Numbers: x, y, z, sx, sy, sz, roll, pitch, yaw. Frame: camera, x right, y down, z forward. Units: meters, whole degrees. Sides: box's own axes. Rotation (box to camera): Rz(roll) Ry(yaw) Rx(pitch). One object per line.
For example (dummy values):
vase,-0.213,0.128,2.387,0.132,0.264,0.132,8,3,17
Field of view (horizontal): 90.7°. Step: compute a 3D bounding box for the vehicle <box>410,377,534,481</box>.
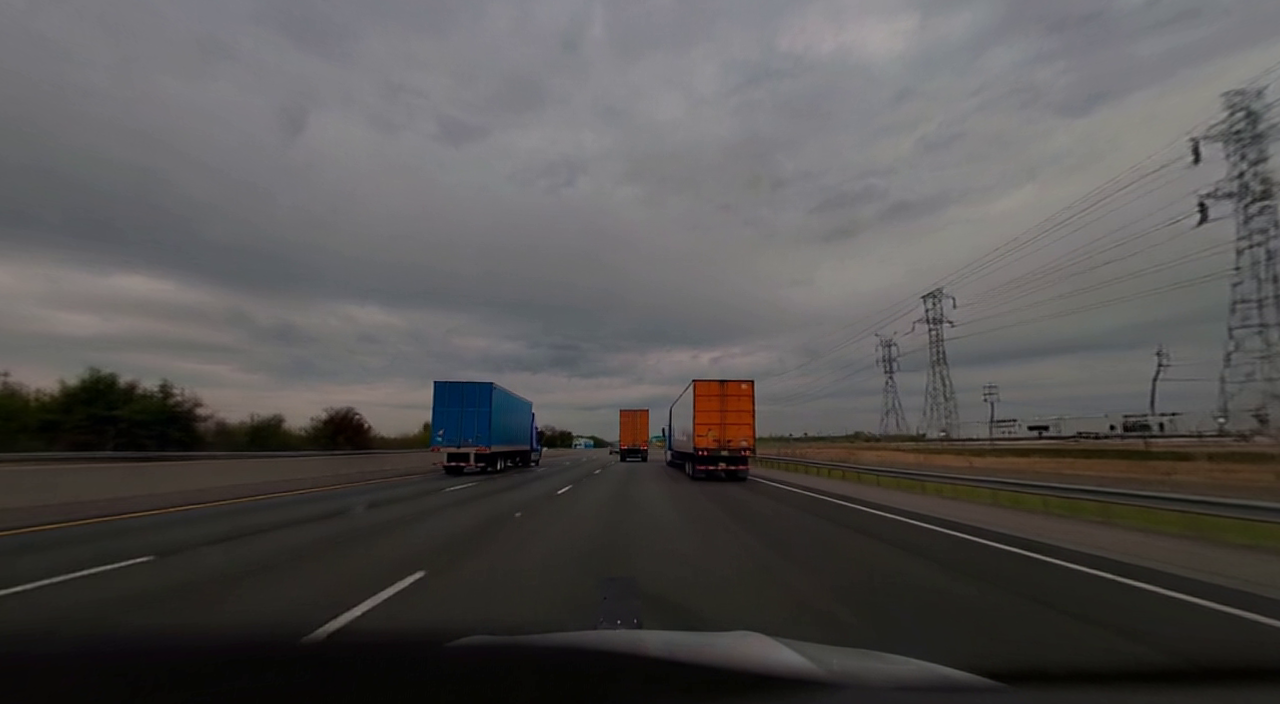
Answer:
vehicle,-7.351,3.772,29.866,2.937,3.981,11.119,0,-9,-1
